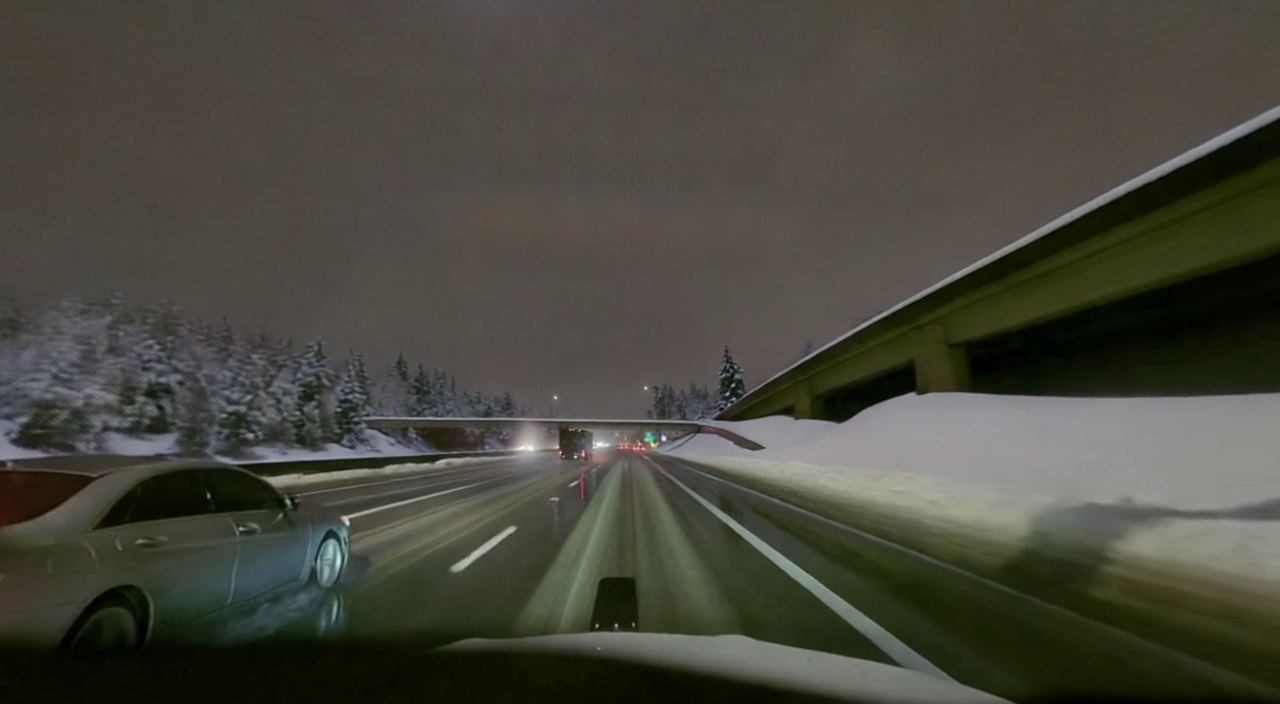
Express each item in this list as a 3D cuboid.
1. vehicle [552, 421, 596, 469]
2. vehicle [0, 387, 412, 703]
[{"bbox_3d":[-4.310,6.224,42.257,2.364,2.953,6.732,0,-8,-1],"label":"vehicle"},{"bbox_3d":[-3.623,1.257,4.878,2.025,1.556,4.594,0,-8,-1],"label":"vehicle"}]
